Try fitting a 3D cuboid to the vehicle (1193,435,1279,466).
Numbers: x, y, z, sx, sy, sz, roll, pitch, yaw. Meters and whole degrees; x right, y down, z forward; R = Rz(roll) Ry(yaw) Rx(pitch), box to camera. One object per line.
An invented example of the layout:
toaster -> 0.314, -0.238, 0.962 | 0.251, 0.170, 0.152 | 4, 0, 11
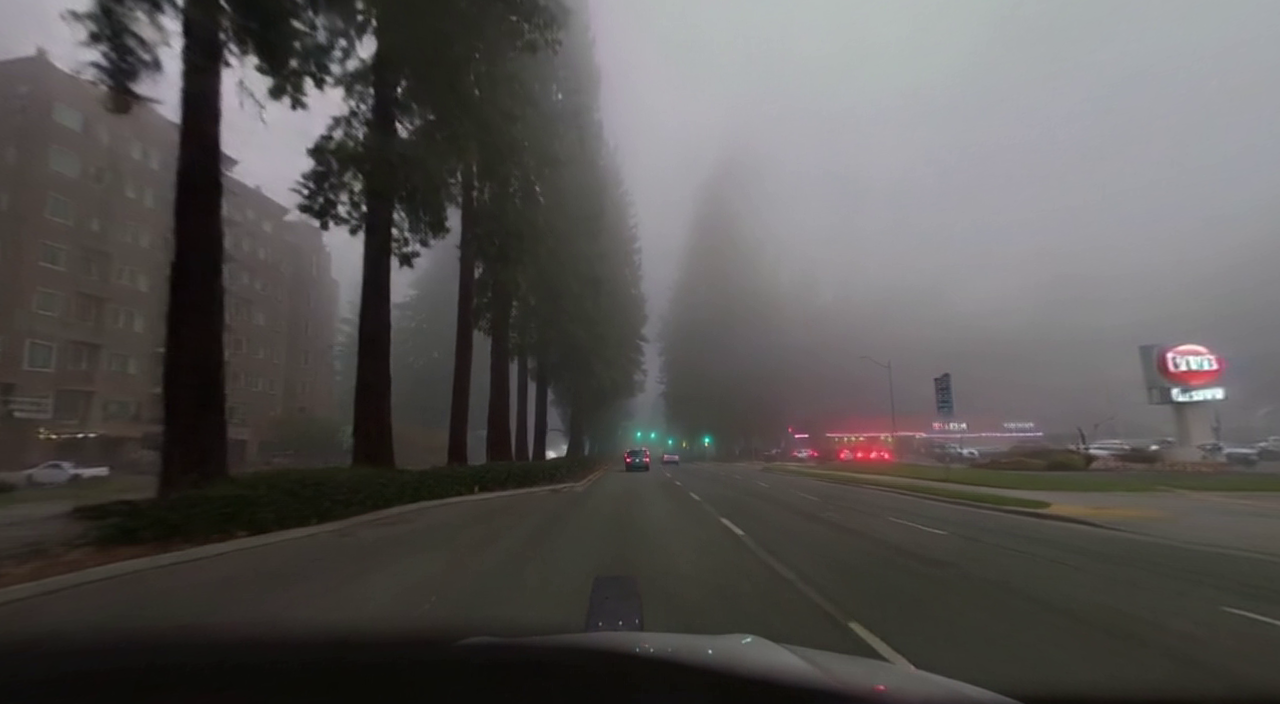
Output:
vehicle -> 34.499, 5.503, 35.307 | 2.054, 1.684, 4.845 | 6, -10, -33
